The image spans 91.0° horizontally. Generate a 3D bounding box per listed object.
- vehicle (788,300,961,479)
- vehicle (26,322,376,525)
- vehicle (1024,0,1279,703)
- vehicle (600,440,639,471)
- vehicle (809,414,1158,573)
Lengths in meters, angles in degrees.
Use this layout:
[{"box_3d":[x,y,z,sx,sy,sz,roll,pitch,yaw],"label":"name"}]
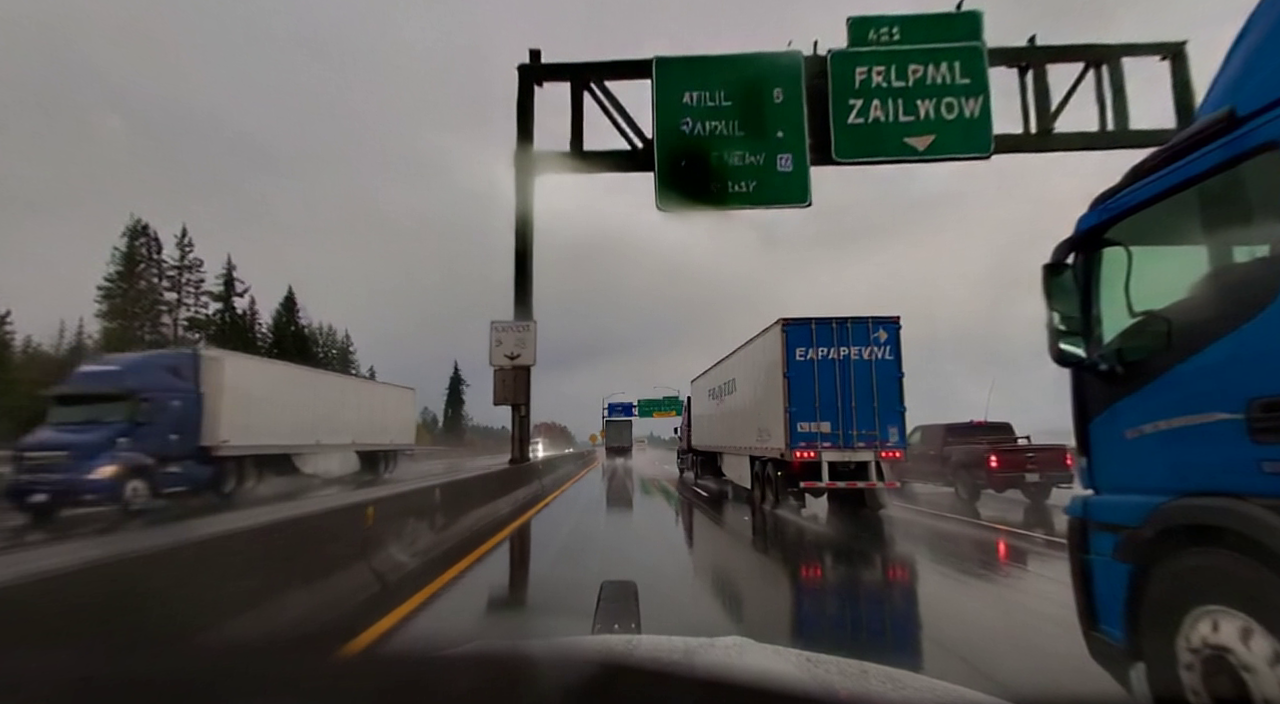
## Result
[{"box_3d":[4.217,0.751,11.743,2.244,3.047,2.035,0,-8,-2],"label":"vehicle"},{"box_3d":[-12.650,2.472,20.702,2.972,4.669,12.286,0,-8,-2],"label":"vehicle"},{"box_3d":[4.017,-0.285,0.838,2.951,3.857,5.902,0,-8,-2],"label":"vehicle"},{"box_3d":[-1.051,5.362,32.850,1.943,1.491,3.459,0,-8,-1],"label":"vehicle"},{"box_3d":[4.515,1.654,8.197,4.253,1.543,2.045,4,-9,-32],"label":"vehicle"}]
